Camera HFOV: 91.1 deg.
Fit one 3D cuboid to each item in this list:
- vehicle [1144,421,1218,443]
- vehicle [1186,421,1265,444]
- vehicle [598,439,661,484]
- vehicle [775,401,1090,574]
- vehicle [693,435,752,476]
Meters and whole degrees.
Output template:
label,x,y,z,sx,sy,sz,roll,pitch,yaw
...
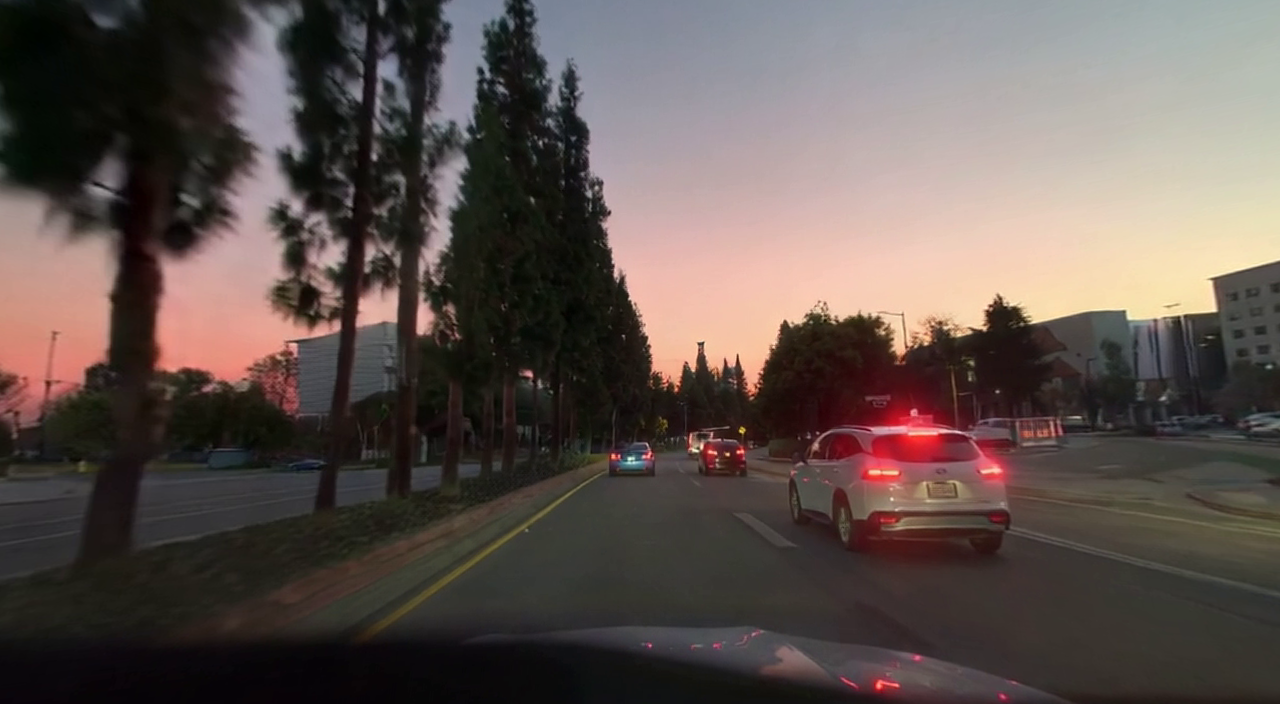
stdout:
label,x,y,z,sx,sy,sz,roll,pitch,yaw
vehicle,39.913,5.963,46.477,1.839,1.506,4.108,0,-9,1
vehicle,42.642,5.861,45.842,1.929,1.517,3.953,-3,-7,1
vehicle,-0.336,3.987,23.175,2.111,1.506,4.018,0,-9,0
vehicle,3.386,1.680,8.484,2.130,1.718,4.310,0,-9,0
vehicle,3.658,4.703,28.615,1.982,1.709,4.427,0,-9,-1
